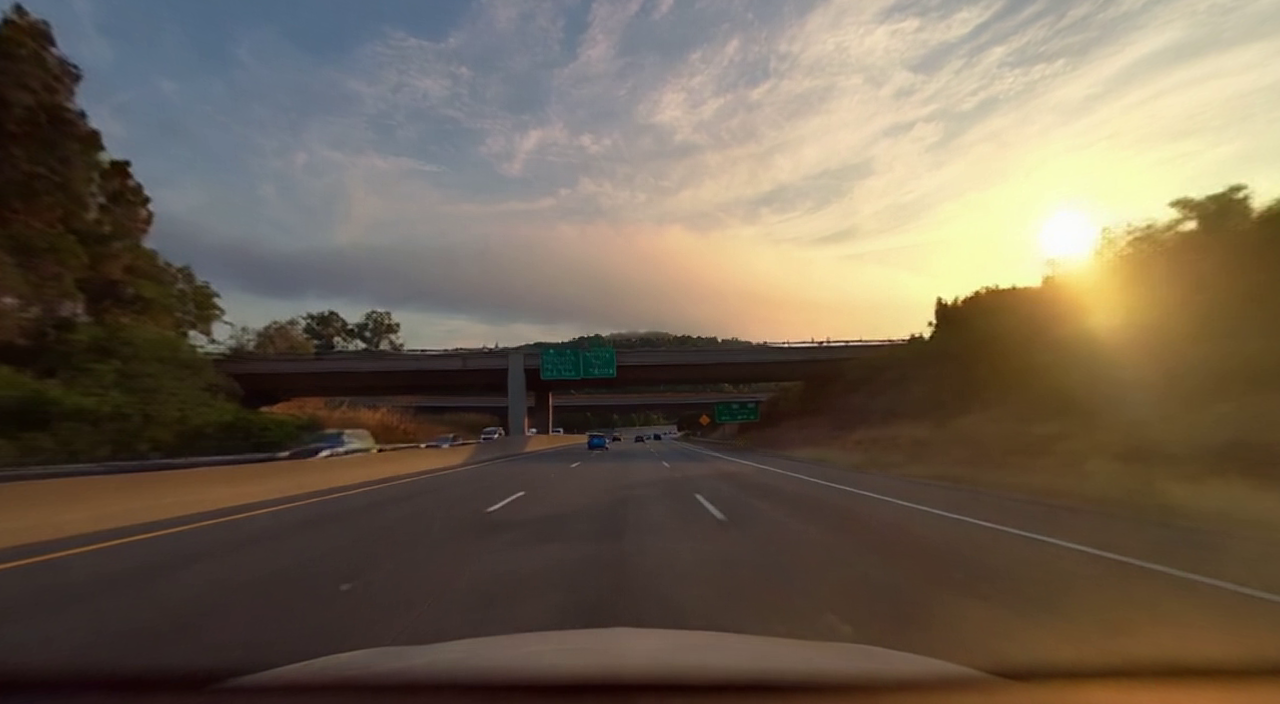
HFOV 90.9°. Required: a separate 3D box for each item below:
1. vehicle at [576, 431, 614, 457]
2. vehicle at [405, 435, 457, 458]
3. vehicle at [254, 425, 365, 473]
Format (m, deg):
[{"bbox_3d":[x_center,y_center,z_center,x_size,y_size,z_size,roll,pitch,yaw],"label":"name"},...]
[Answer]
[{"bbox_3d":[-2.964,6.173,42.301,2.086,1.624,4.607,0,-8,1],"label":"vehicle"},{"bbox_3d":[-13.768,6.250,41.762,1.937,1.424,4.454,0,-8,0],"label":"vehicle"},{"bbox_3d":[-13.328,3.927,25.792,1.967,1.764,4.733,0,-8,0],"label":"vehicle"}]
